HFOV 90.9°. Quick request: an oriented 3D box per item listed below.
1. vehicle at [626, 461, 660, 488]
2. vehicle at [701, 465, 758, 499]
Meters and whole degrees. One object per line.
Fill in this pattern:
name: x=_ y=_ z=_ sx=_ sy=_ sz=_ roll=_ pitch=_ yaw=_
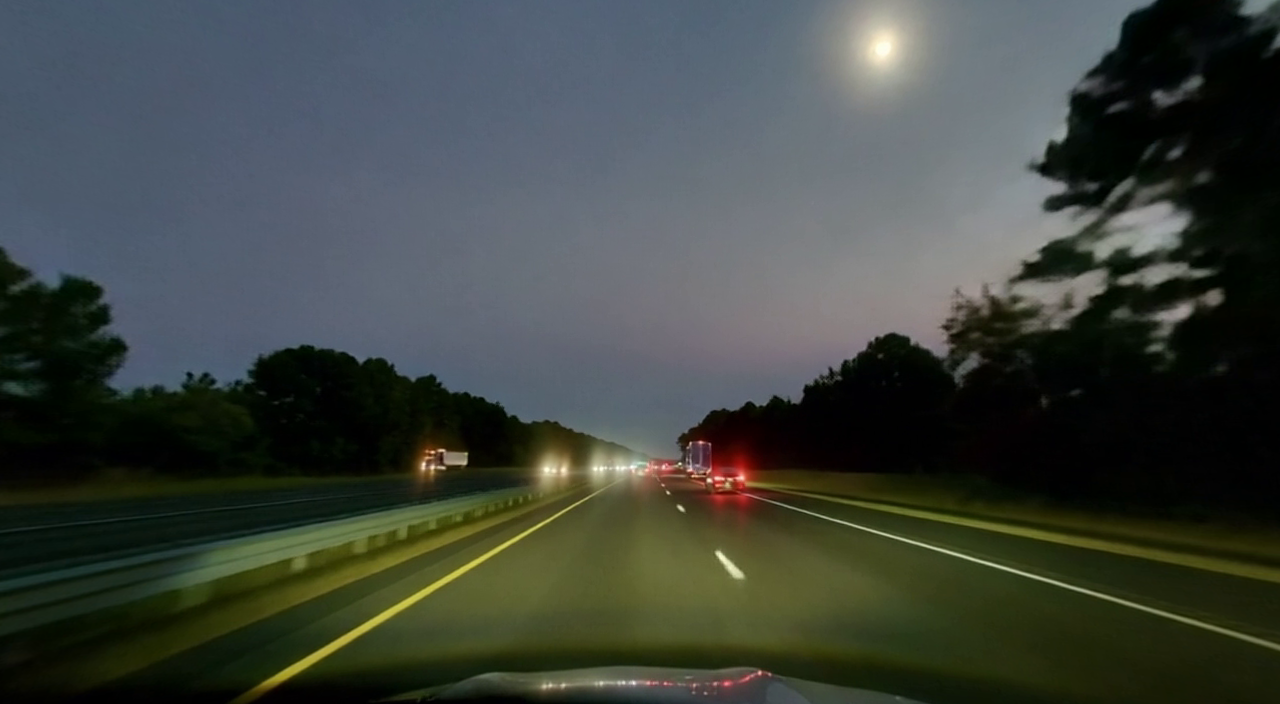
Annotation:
vehicle: x=0.248 y=8.549 z=43.982 sx=2.212 sy=1.717 sz=4.452 roll=0 pitch=-10 yaw=1
vehicle: x=4.410 y=6.500 z=31.863 sx=2.073 sy=1.532 sz=4.969 roll=1 pitch=-10 yaw=-1
